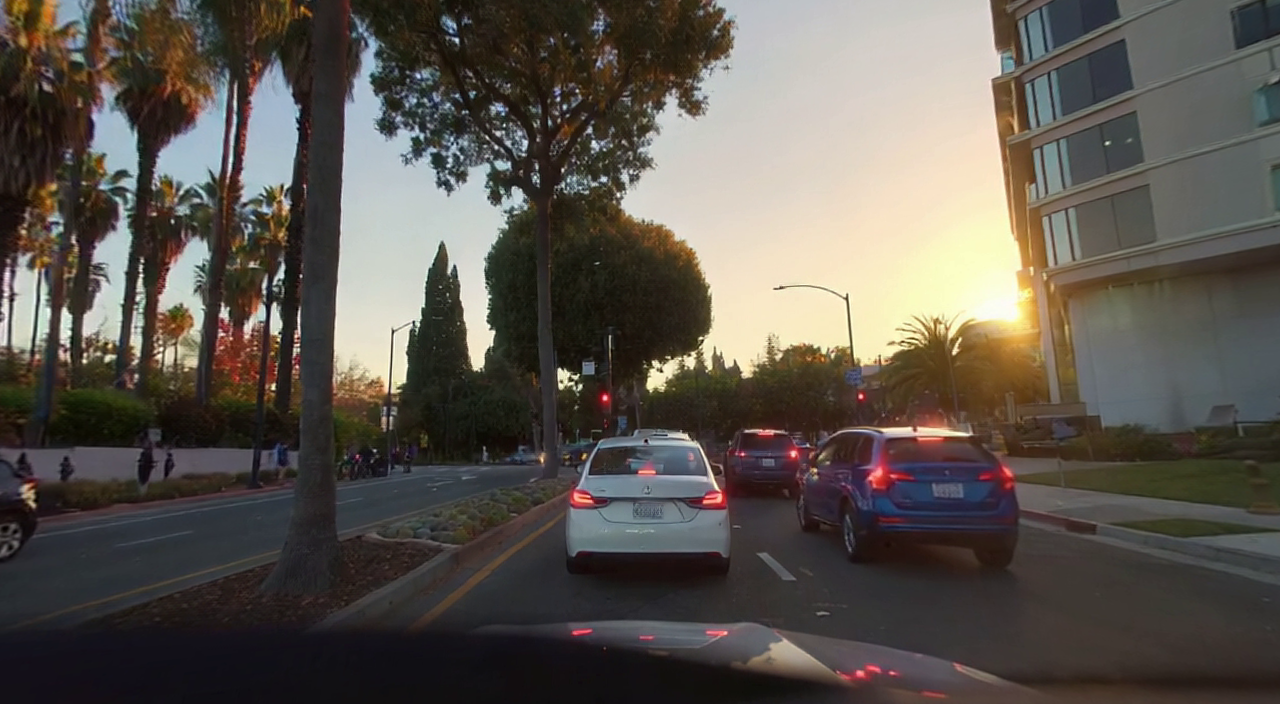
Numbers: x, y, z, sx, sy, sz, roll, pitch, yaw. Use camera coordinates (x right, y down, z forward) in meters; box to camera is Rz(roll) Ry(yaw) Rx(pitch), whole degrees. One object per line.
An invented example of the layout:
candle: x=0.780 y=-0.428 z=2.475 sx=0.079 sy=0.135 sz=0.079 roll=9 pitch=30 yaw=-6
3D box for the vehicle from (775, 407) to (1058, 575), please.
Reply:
vehicle: x=3.339 y=1.770 z=8.802 sx=2.003 sy=1.733 sz=4.319 roll=0 pitch=-8 yaw=1

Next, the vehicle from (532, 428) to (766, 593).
vehicle: x=0.127 y=1.718 z=7.713 sx=2.088 sy=1.452 sz=3.993 roll=-1 pitch=-8 yaw=2

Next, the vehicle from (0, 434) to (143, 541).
vehicle: x=-13.055 y=2.721 z=12.288 sx=2.240 sy=1.964 sz=5.707 roll=-6 pitch=-8 yaw=0

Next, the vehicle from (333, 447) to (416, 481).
vehicle: x=-13.180 y=5.573 z=31.728 sx=1.965 sy=1.507 sz=4.725 roll=-1 pitch=-8 yaw=2
